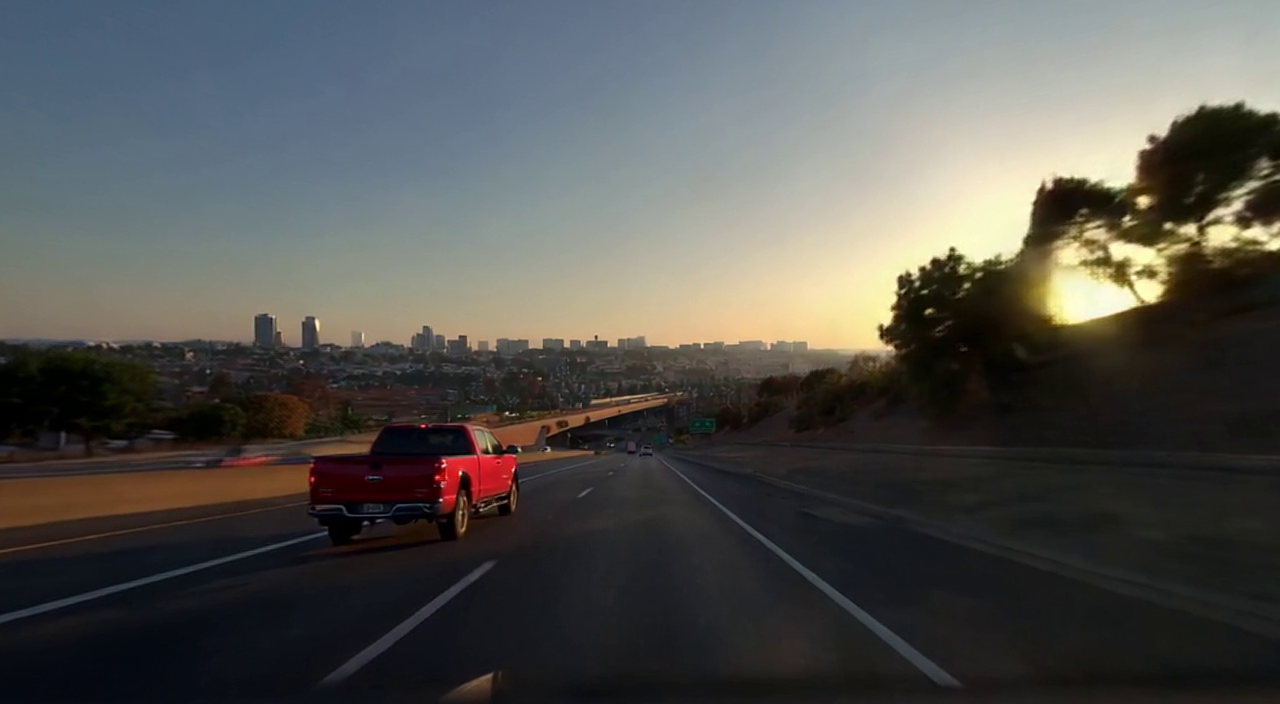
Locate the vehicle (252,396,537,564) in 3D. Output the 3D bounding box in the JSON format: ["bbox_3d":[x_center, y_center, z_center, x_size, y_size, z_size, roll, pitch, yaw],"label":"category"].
[{"bbox_3d":[-3.303,1.901,10.174,2.350,1.932,5.562,0,-8,0],"label":"vehicle"}]
